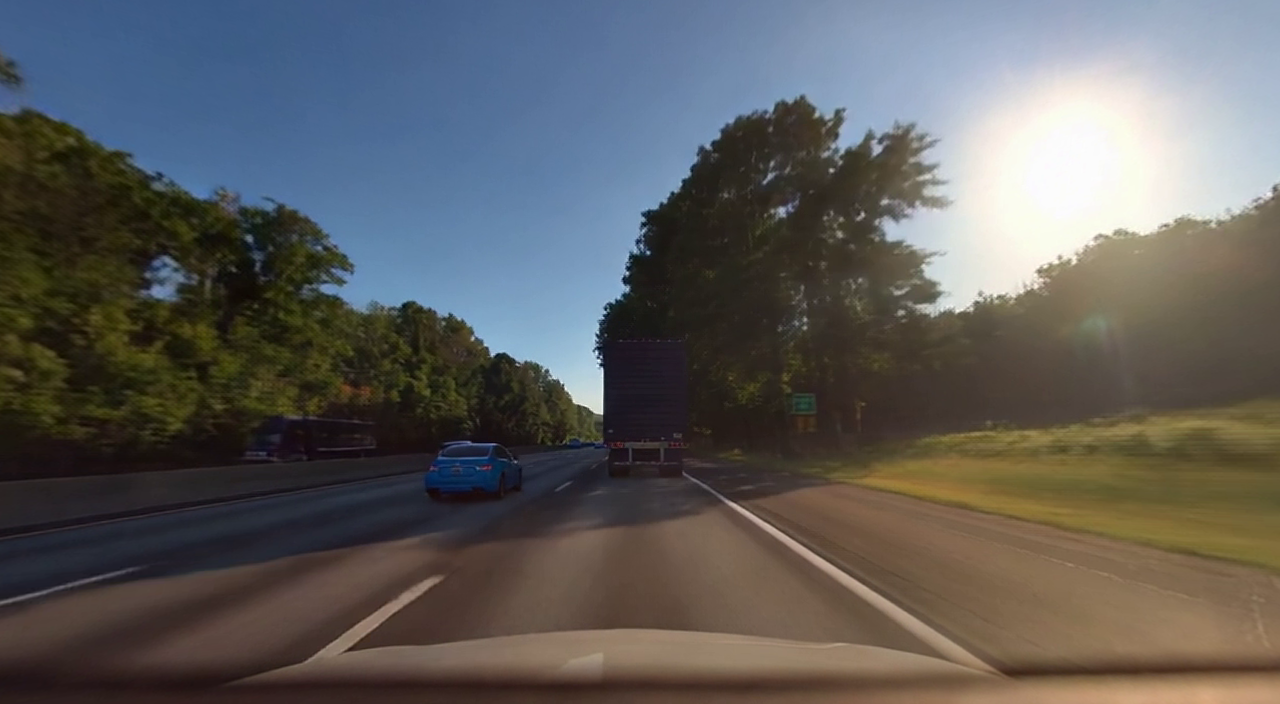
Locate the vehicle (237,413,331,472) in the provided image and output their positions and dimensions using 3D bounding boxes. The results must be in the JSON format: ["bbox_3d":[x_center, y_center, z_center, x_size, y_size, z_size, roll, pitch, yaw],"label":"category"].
[{"bbox_3d":[-24.645,6.319,43.997,2.965,3.823,5.994,0,-8,-1],"label":"vehicle"}]

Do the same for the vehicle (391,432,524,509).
[{"bbox_3d":[-4.068,2.690,14.802,1.854,1.530,4.268,0,-8,0],"label":"vehicle"}]

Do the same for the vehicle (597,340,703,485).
[{"bbox_3d":[0.165,2.481,23.591,3.073,4.196,10.546,0,-8,-1],"label":"vehicle"}]
